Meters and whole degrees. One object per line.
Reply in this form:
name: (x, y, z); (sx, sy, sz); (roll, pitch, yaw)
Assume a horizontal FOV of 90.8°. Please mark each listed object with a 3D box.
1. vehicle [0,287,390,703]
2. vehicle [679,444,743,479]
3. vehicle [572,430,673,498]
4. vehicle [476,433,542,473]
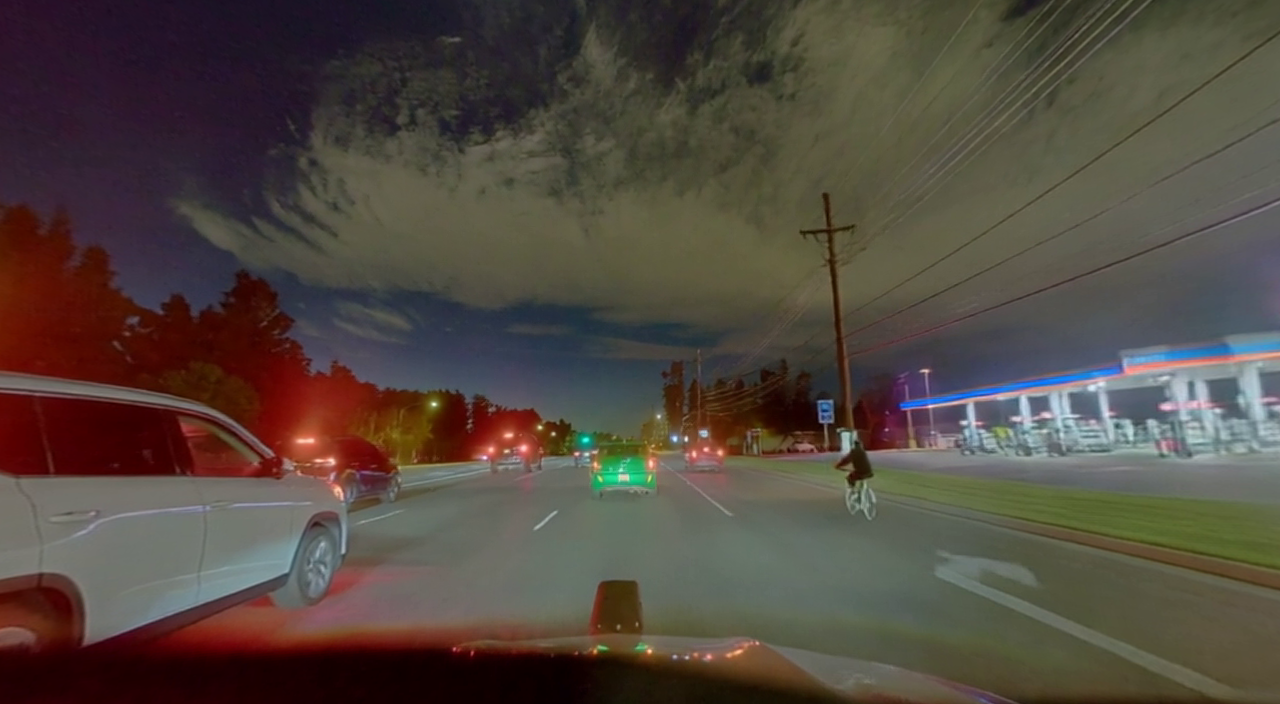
vehicle: (-3.036, 0.732, 2.815); (1.922, 1.642, 4.547); (0, -8, 1)
vehicle: (2.869, 4.526, 26.448); (2.065, 1.302, 4.416); (0, -8, -1)
vehicle: (-0.393, 2.738, 15.788); (2.189, 1.437, 4.135); (0, -8, 0)
vehicle: (-6.838, 5.320, 33.529); (2.385, 1.918, 5.056); (0, -8, 0)
